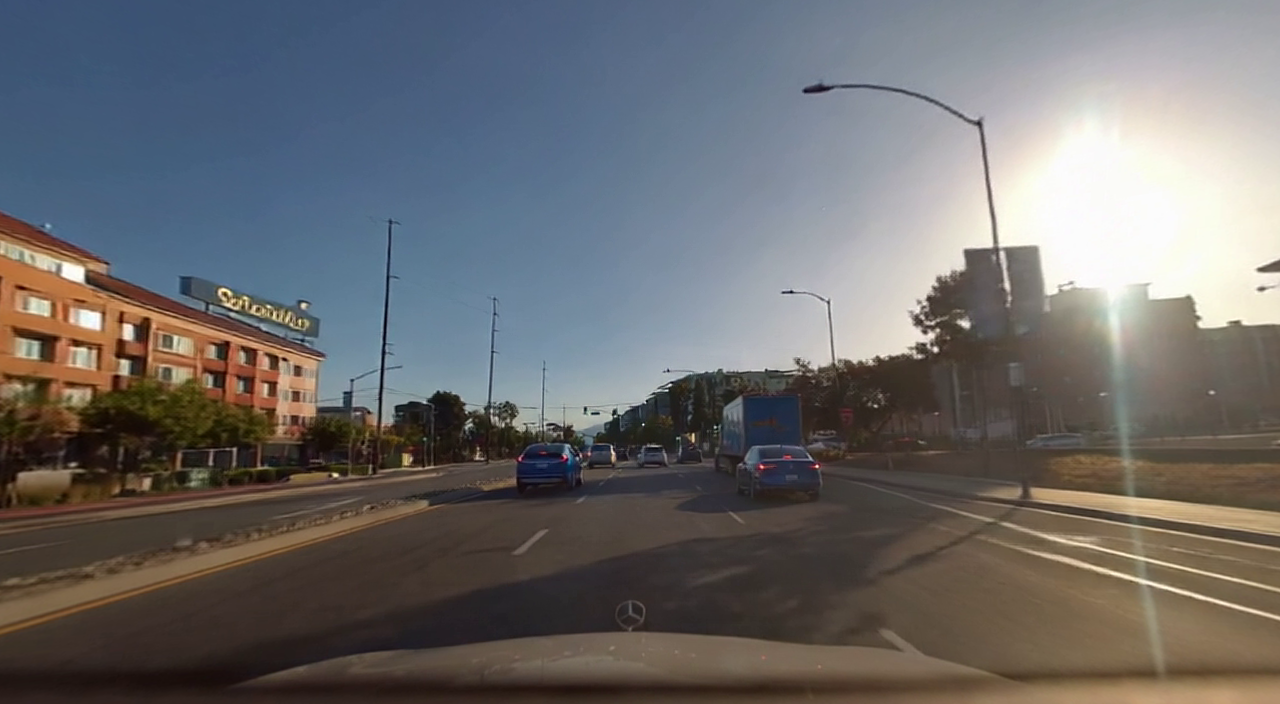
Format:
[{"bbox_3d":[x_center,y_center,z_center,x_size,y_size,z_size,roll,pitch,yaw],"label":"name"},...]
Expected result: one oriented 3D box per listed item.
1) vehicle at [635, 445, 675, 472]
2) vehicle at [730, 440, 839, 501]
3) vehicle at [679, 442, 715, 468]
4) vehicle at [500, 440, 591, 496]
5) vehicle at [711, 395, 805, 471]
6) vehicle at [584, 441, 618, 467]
[{"bbox_3d":[0.800,6.132,36.494,2.020,1.461,4.326,0,-8,-2],"label":"vehicle"},{"bbox_3d":[3.805,3.201,17.428,1.972,1.452,4.189,0,-8,0],"label":"vehicle"},{"bbox_3d":[3.837,6.994,42.973,2.050,1.683,3.990,0,-8,0],"label":"vehicle"},{"bbox_3d":[-2.763,3.502,19.474,2.003,1.509,4.396,-1,-8,2],"label":"vehicle"},{"bbox_3d":[7.663,5.868,44.473,3.383,4.268,17.469,0,-8,0],"label":"vehicle"},{"bbox_3d":[-2.800,7.488,46.470,2.137,1.796,4.304,0,-8,1],"label":"vehicle"}]
